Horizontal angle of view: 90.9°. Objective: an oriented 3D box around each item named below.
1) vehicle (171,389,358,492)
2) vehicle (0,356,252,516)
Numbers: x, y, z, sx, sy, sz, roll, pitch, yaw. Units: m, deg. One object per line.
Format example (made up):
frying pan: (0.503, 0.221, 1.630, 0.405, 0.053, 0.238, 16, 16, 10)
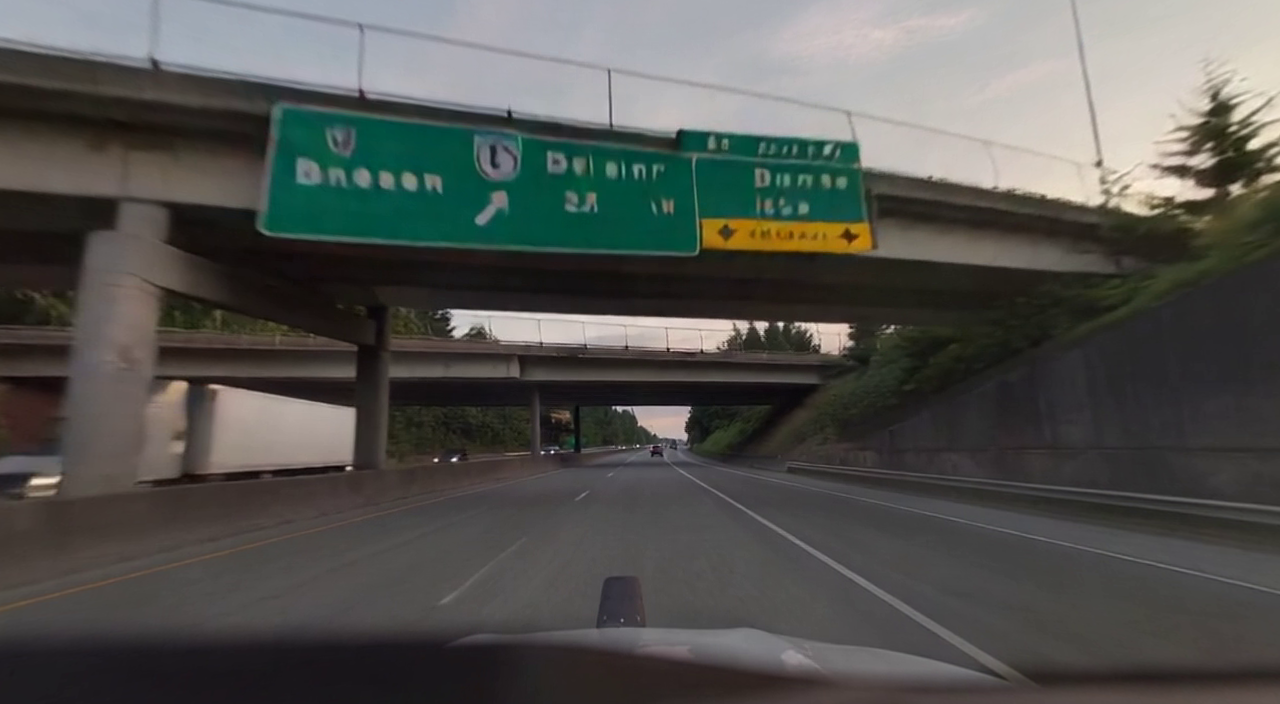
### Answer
vehicle: (-16.780, 4.153, 29.344, 2.826, 4.041, 9.212, 0, -9, 1)
vehicle: (-16.831, 2.723, 19.970, 2.898, 3.875, 9.397, 0, -9, 1)
